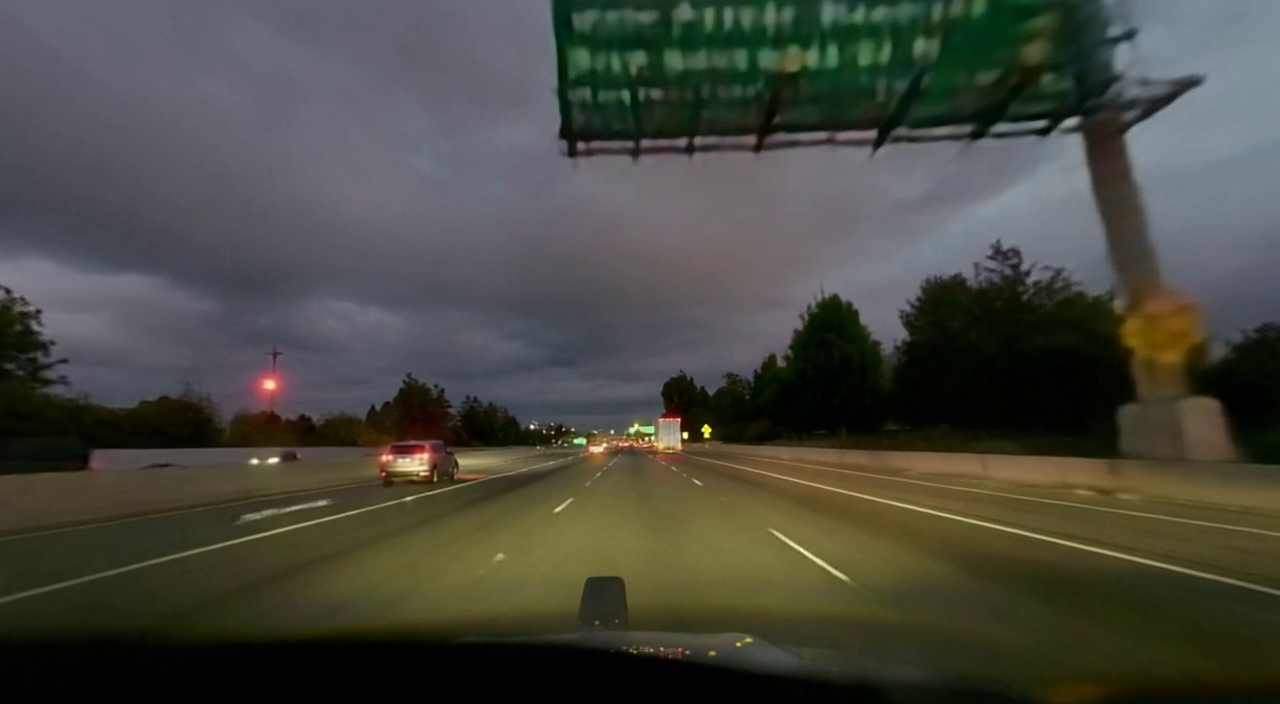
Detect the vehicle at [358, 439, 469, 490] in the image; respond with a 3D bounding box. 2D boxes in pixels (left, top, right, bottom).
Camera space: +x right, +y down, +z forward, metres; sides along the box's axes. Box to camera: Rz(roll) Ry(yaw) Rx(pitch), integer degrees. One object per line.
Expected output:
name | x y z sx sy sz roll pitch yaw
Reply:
vehicle | -7.311 3.663 20.969 2.033 1.494 4.508 0 -9 0
